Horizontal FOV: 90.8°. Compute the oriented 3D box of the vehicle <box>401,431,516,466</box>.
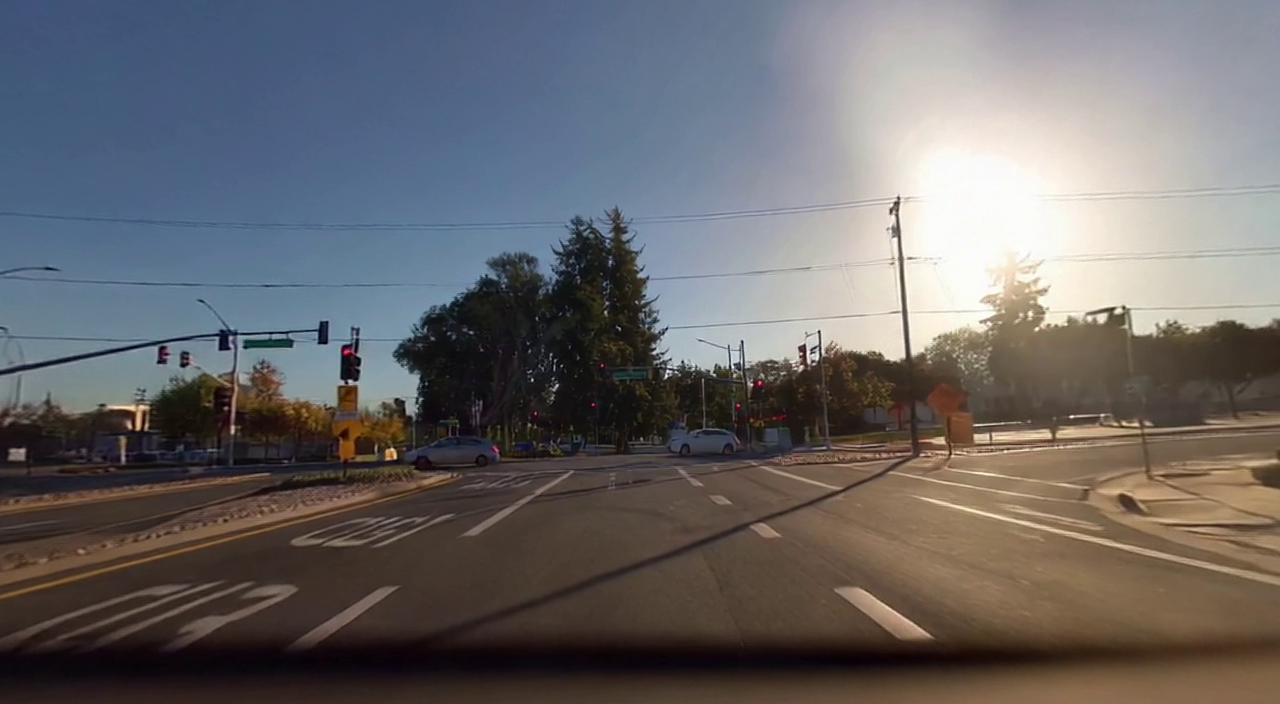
[{"bbox_3d":[-8.399,4.478,29.502,4.709,1.501,1.895,7,-11,-39],"label":"vehicle"}]

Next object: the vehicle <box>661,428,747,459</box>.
[{"bbox_3d":[3.530,5.096,35.312,4.478,1.678,1.870,1,-8,-8],"label":"vehicle"}]
